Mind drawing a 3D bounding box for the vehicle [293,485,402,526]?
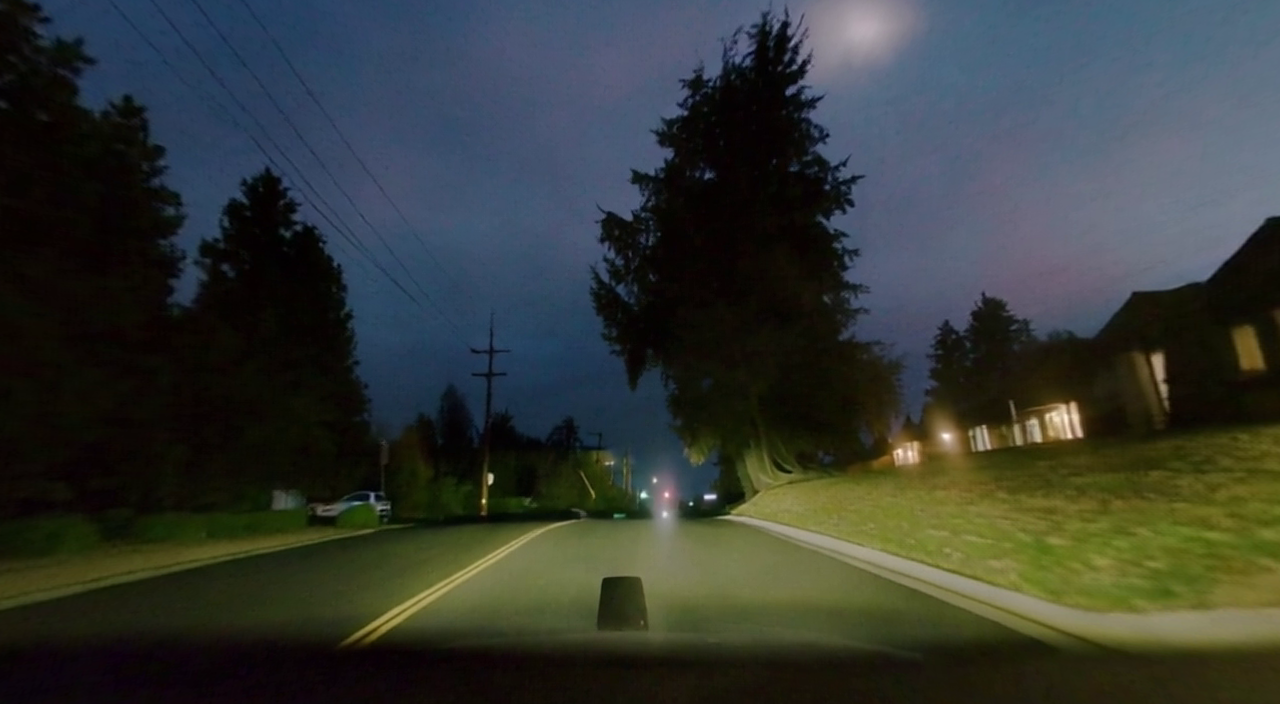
[{"bbox_3d":[-16.638,8.773,36.430,2.301,2.081,6.706,-3,-12,8],"label":"vehicle"}]
